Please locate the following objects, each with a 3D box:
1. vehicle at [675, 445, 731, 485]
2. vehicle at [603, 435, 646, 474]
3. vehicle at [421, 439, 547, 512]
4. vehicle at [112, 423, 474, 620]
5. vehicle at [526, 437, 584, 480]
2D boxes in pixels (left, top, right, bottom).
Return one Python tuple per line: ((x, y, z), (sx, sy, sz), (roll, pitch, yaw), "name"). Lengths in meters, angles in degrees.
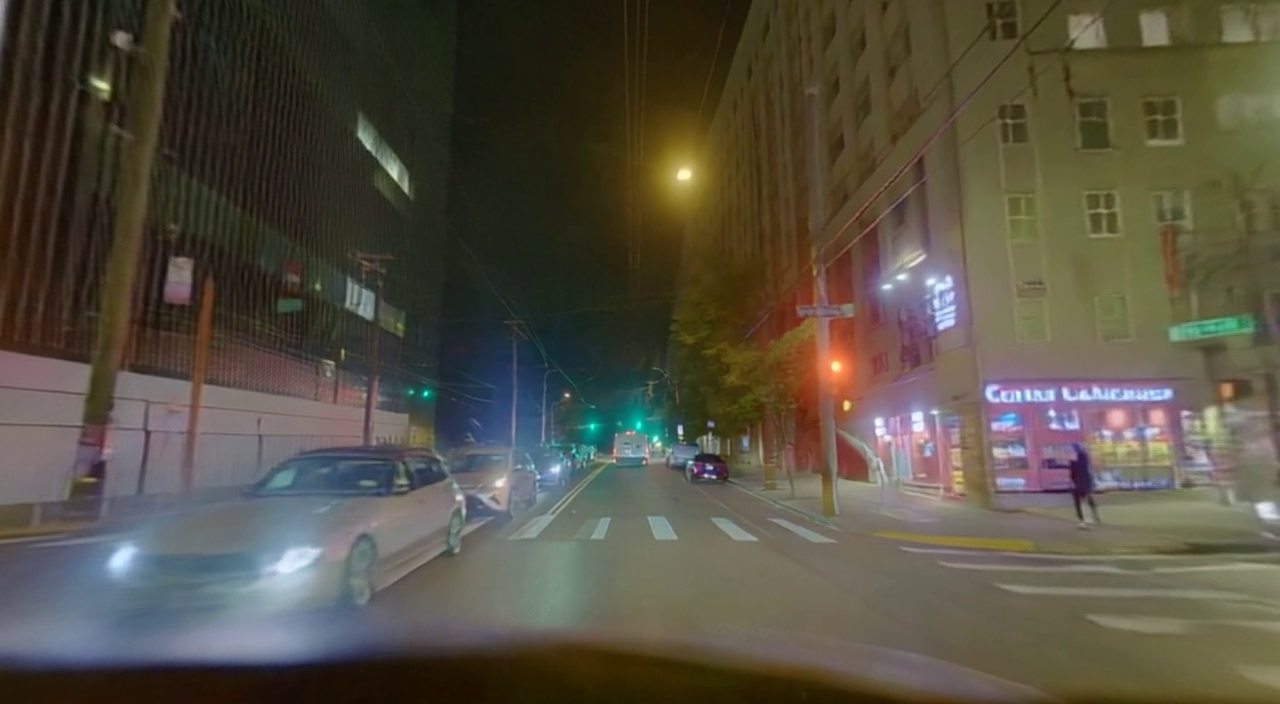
((2.693, 4.936, 27.985), (1.934, 1.633, 4.271), (1, -8, -2), "vehicle")
((-0.861, 5.433, 33.613), (2.127, 1.893, 4.194), (1, -8, -2), "vehicle")
((-3.730, 3.012, 15.880), (1.990, 1.568, 3.885), (0, -8, 3), "vehicle")
((-3.431, 1.711, 7.396), (2.026, 1.616, 4.109), (0, -8, -3), "vehicle")
((-3.654, 4.681, 28.051), (1.983, 1.727, 4.294), (0, -8, 0), "vehicle")
